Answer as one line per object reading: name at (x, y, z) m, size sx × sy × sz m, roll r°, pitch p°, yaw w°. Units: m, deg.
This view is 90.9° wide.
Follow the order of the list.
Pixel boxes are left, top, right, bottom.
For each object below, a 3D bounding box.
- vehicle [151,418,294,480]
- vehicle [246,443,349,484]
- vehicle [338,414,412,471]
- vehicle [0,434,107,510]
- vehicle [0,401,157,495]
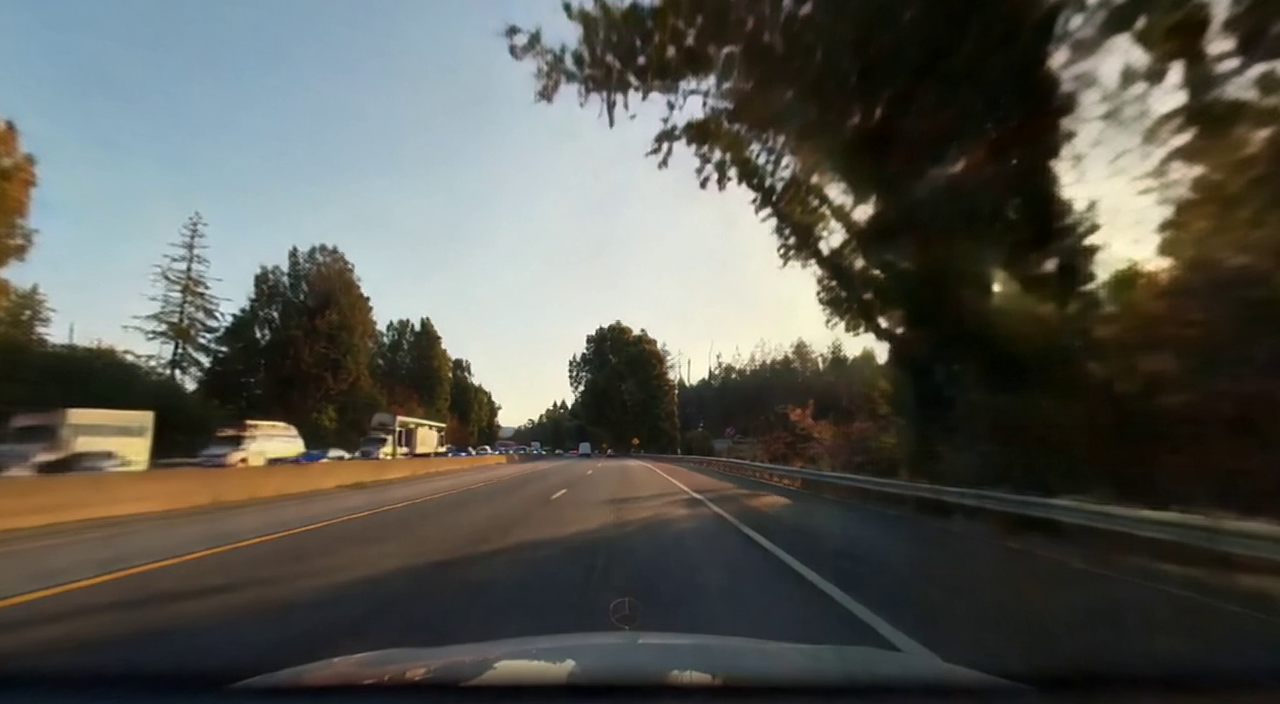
vehicle at (-19.709, 4.659, 30.292) m, size 2.466 × 2.670 × 6.240 m, roll 0°, pitch -9°, yaw 1°
vehicle at (-15.048, 4.895, 28.012) m, size 1.953 × 1.662 × 4.536 m, roll 0°, pitch -9°, yaw 1°
vehicle at (-19.983, 6.837, 47.939) m, size 3.004 × 3.954 × 5.872 m, roll 2°, pitch -7°, yaw -1°
vehicle at (-15.597, 2.865, 14.964) m, size 1.962 × 1.714 × 4.445 m, roll -2°, pitch -9°, yaw 0°
vehicle at (-20.297, 3.332, 21.860) m, size 2.249 × 2.817 × 5.913 m, roll 0°, pitch -9°, yaw 0°
